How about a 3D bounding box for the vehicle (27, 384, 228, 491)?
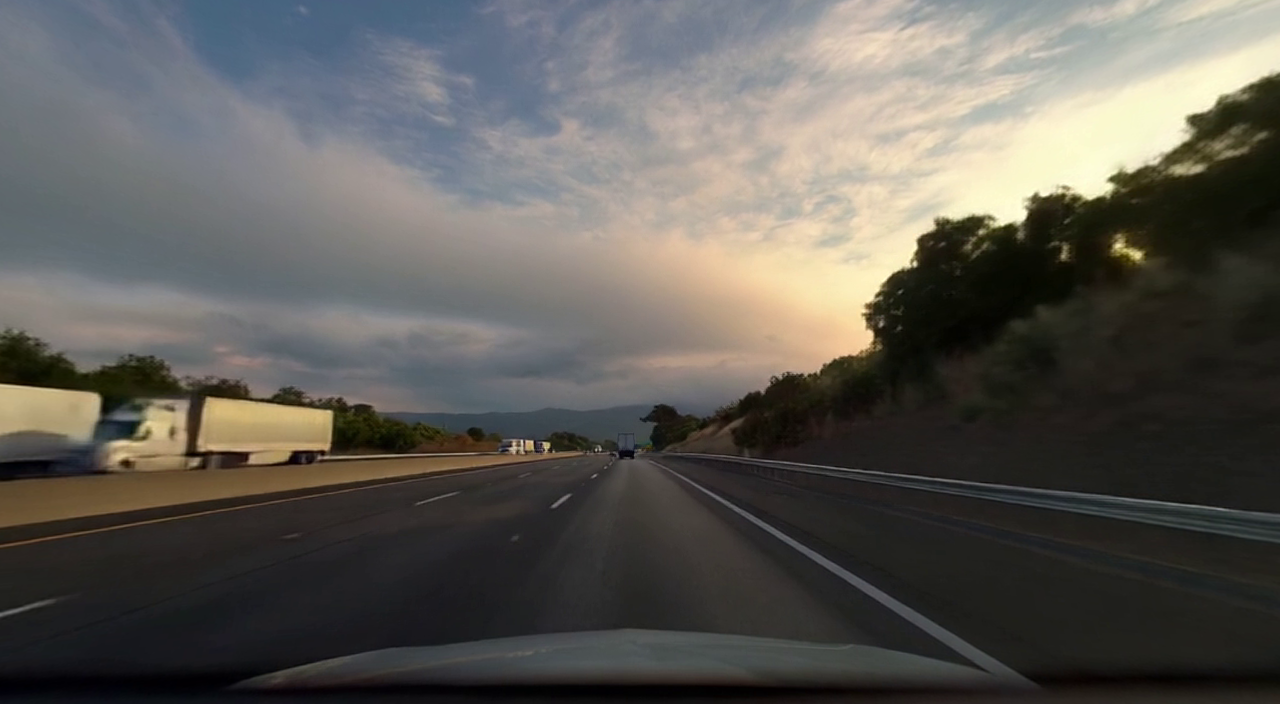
[{"bbox_3d":[-20.418,3.522,25.769,3.072,3.828,5.949,0,-9,-1],"label":"vehicle"}]
